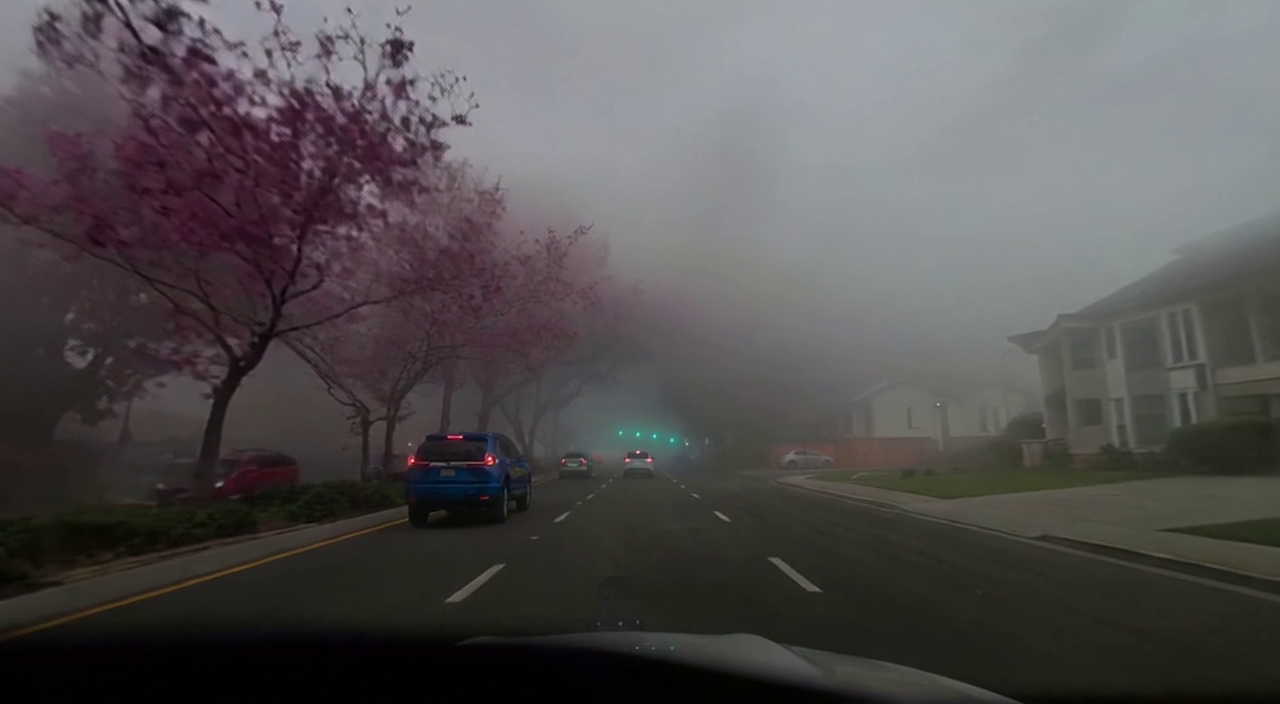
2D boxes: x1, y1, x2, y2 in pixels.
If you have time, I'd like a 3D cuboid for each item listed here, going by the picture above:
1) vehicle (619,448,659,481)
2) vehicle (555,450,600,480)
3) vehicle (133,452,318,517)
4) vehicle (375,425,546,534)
[{"bbox_3d":[-0.042,5.910,33.497,1.997,1.636,3.760,0,-8,1],"label":"vehicle"},{"bbox_3d":[-3.487,6.349,35.821,2.066,1.565,3.905,0,-8,2],"label":"vehicle"},{"bbox_3d":[-11.056,3.525,17.370,1.963,1.476,4.593,0,-8,0],"label":"vehicle"},{"bbox_3d":[-3.585,2.634,13.778,2.161,1.919,4.798,0,-8,2],"label":"vehicle"}]
